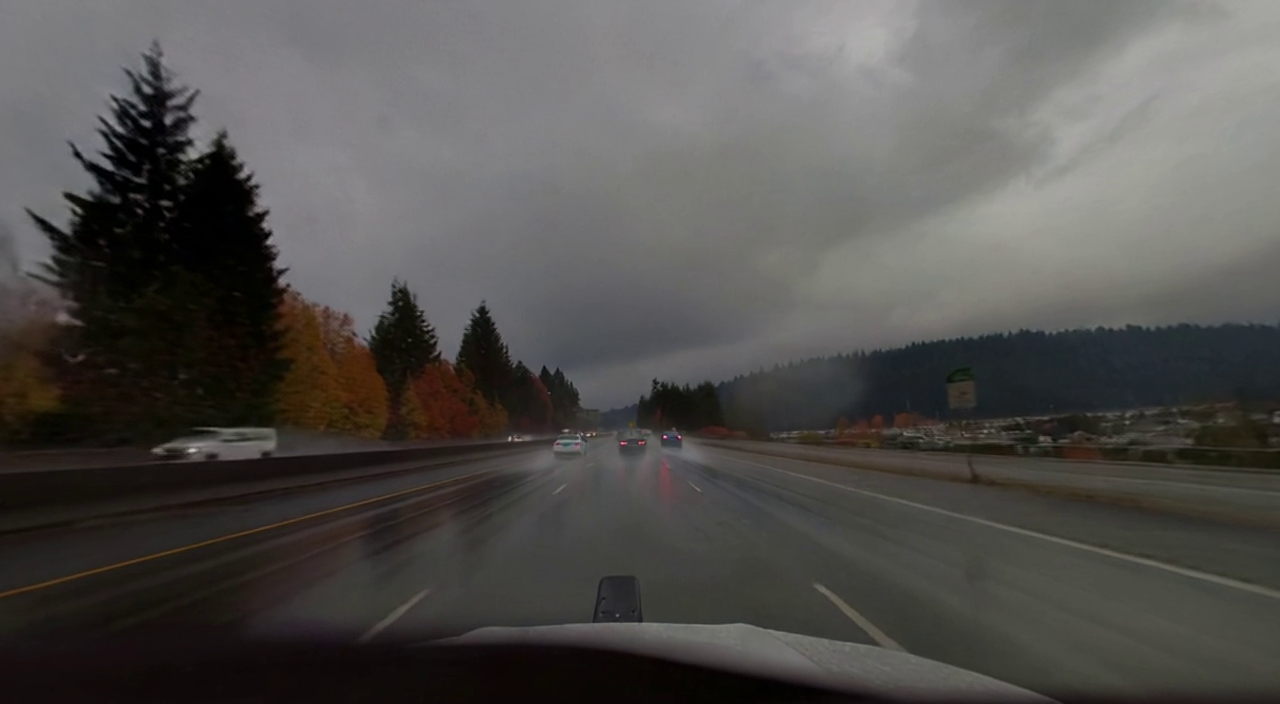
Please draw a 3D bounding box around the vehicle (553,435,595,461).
[{"bbox_3d":[-4.038,5.929,39.092,2.103,1.507,4.367,0,-8,0],"label":"vehicle"}]

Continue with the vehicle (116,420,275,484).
[{"bbox_3d":[-19.973,4.524,28.853,2.331,2.541,6.872,0,-8,-1],"label":"vehicle"}]
